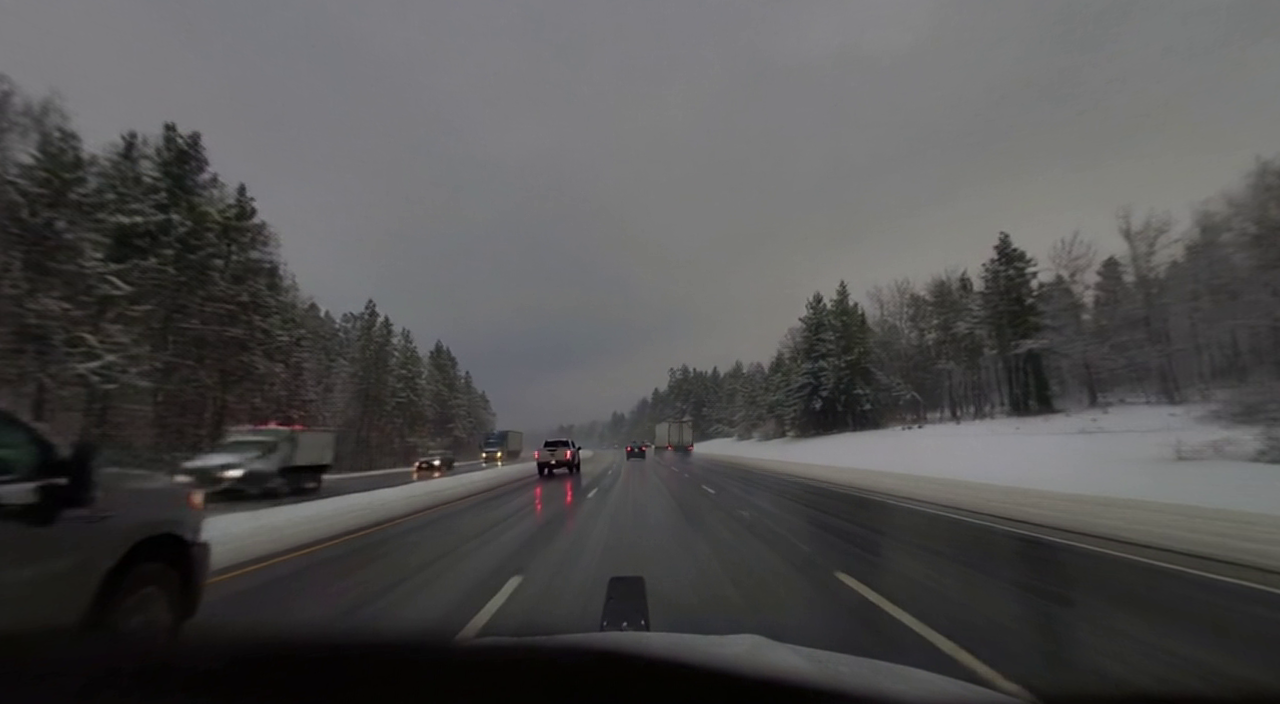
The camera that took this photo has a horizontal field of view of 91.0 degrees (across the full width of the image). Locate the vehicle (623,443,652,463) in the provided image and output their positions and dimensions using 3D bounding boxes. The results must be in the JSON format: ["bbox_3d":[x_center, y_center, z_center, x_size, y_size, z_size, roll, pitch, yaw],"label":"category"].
[{"bbox_3d":[-0.200,7.805,48.730,2.152,1.484,4.211,0,-8,0],"label":"vehicle"}]

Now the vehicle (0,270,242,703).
[{"bbox_3d":[-3.471,0.472,0.988,2.180,1.916,5.263,0,-8,1],"label":"vehicle"}]

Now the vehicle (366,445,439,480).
[{"bbox_3d":[-10.932,5.101,29.299,1.860,1.464,4.218,0,-8,-2],"label":"vehicle"}]

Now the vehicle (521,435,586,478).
[{"bbox_3d":[-3.639,4.514,27.415,2.077,1.669,4.739,0,-8,1],"label":"vehicle"}]
